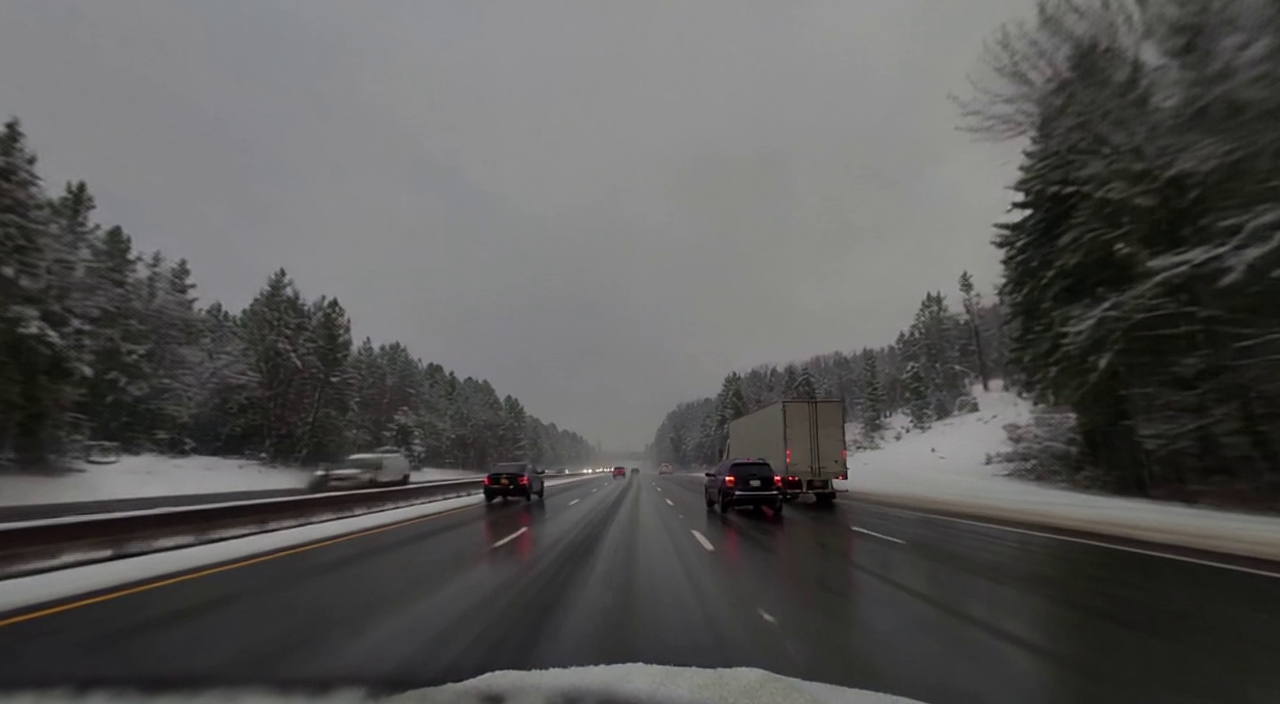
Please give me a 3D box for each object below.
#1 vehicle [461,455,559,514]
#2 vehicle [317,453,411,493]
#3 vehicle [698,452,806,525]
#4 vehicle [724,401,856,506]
[{"bbox_3d":[-3.812,3.973,19.175,2.025,1.547,4.150,1,-10,1],"label":"vehicle"},{"bbox_3d":[-12.093,5.340,27.926,1.999,1.570,4.653,1,-10,0],"label":"vehicle"},{"bbox_3d":[2.886,3.678,17.309,2.050,1.708,4.457,1,-10,-1],"label":"vehicle"},{"bbox_3d":[7.151,5.600,33.845,2.883,4.151,17.144,1,-10,0],"label":"vehicle"}]
